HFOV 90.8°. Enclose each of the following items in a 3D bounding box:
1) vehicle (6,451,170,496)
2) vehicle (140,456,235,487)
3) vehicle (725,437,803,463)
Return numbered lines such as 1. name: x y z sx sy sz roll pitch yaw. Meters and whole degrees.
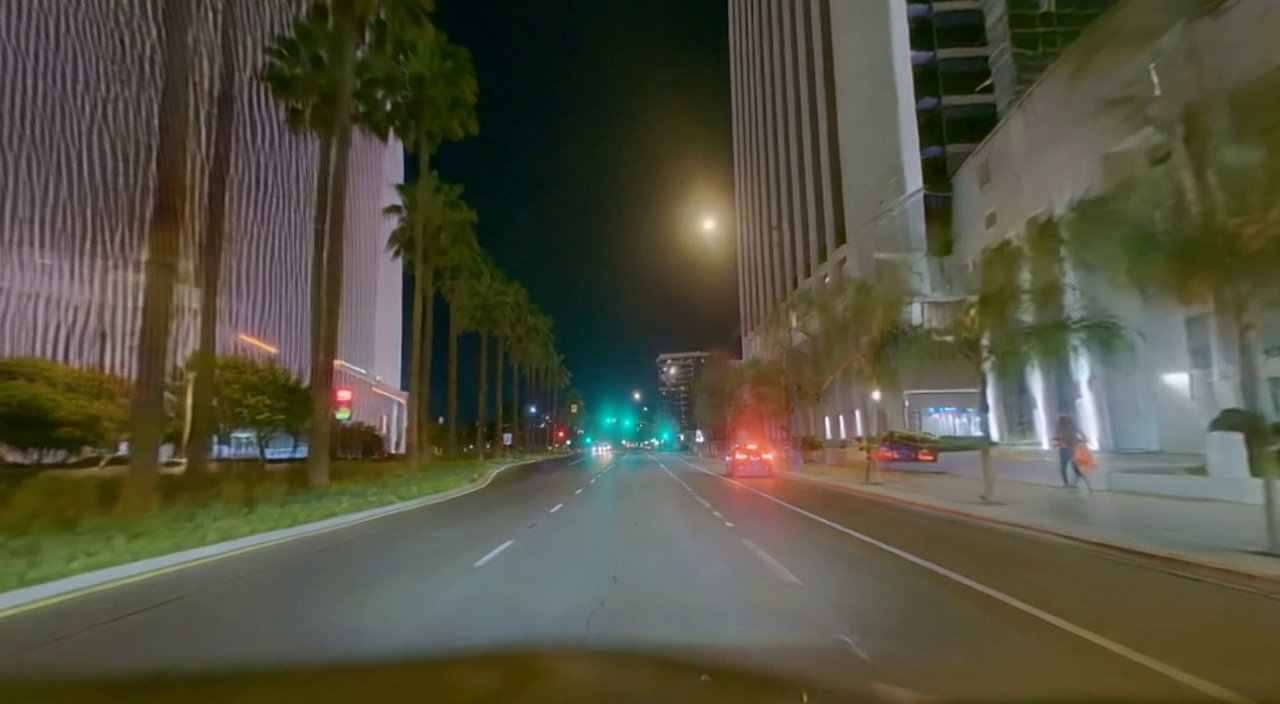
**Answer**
1. vehicle: -24.450 5.361 28.424 2.062 1.765 5.897 0 -8 0
2. vehicle: -24.037 6.335 33.765 1.751 1.424 4.506 0 -9 0
3. vehicle: 8.416 6.739 43.319 4.871 1.708 2.144 0 -9 -2
